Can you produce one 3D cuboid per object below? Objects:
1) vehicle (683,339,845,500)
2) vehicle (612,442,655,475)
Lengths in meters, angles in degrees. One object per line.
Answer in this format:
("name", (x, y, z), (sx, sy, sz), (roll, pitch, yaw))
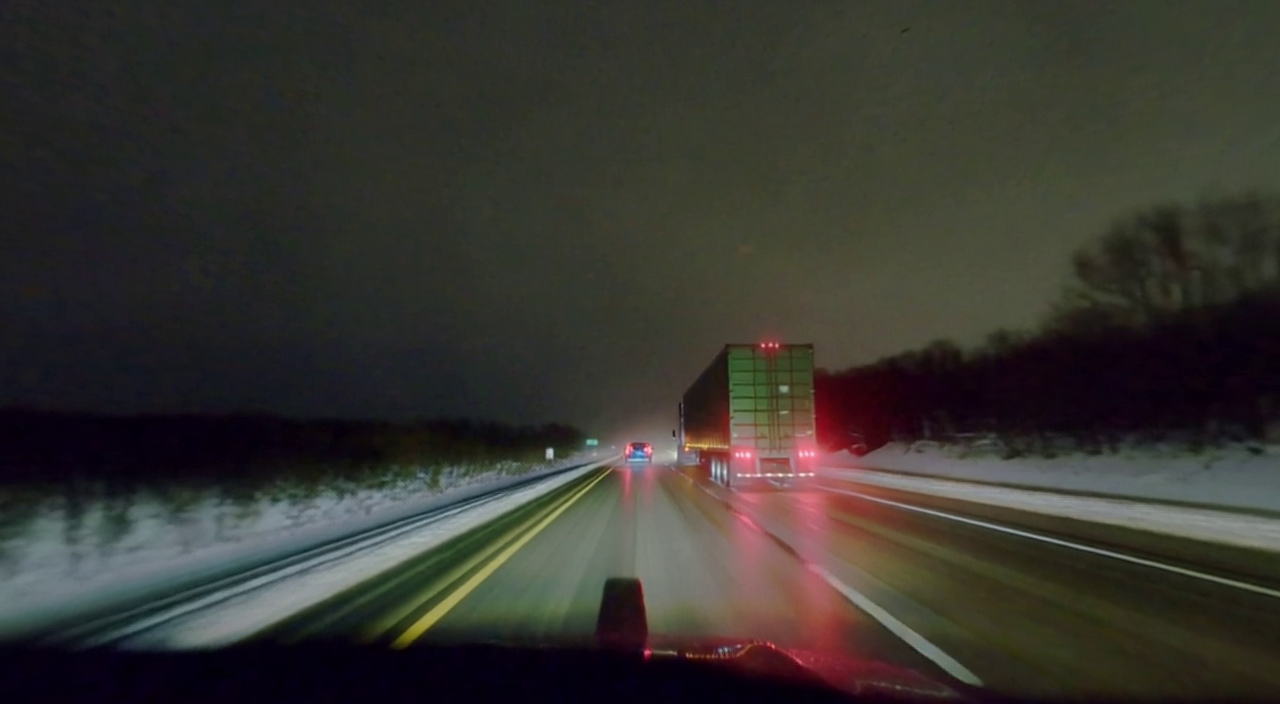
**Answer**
("vehicle", (3.738, 2.891, 24.358), (2.929, 4.158, 15.921), (0, -8, 0))
("vehicle", (-0.273, 5.199, 31.063), (1.968, 1.515, 4.025), (-1, -8, 0))
